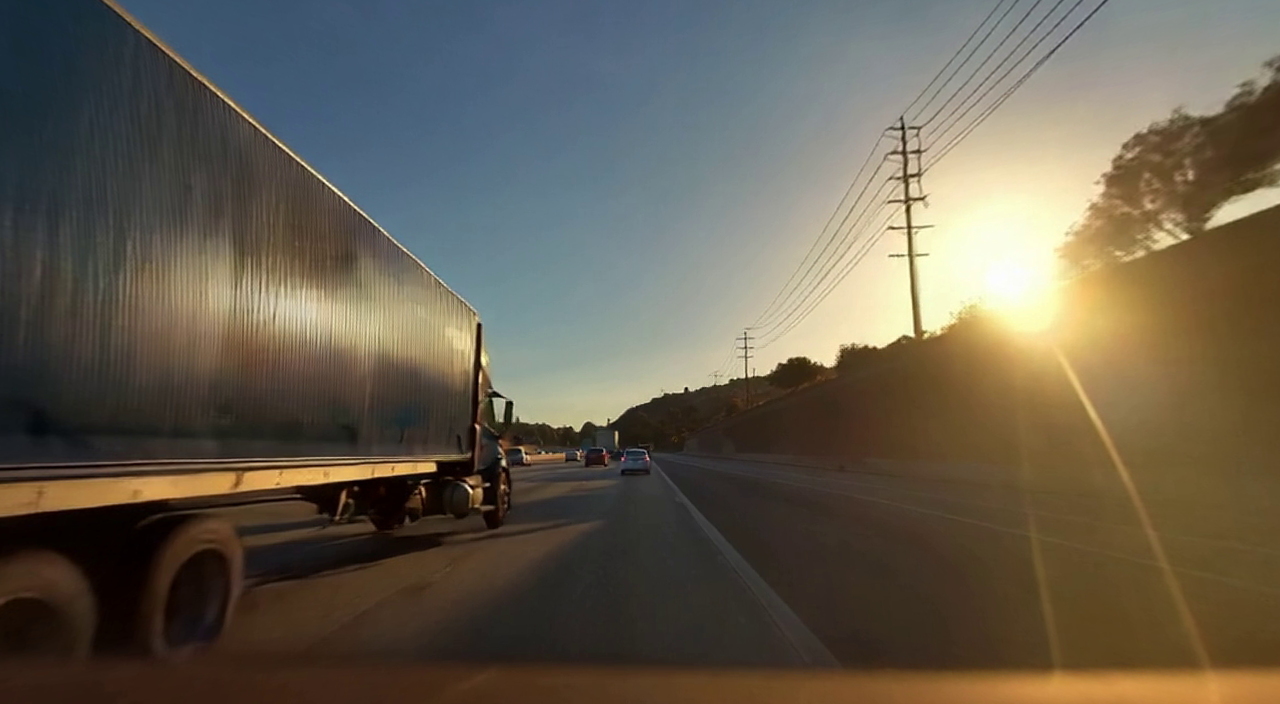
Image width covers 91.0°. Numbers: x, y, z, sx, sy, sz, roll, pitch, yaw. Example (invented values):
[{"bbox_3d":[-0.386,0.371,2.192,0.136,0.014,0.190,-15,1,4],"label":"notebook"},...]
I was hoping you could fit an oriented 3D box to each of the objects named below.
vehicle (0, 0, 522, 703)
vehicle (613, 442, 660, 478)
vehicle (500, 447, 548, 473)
[{"bbox_3d":[-3.542,0.626,5.615,3.023,3.246,9.102,0,-9,1],"label":"vehicle"},{"bbox_3d":[-0.149,5.280,30.976,2.178,1.640,4.071,0,-9,0],"label":"vehicle"},{"bbox_3d":[-7.008,6.552,38.435,2.025,1.510,4.582,0,-9,1],"label":"vehicle"}]
